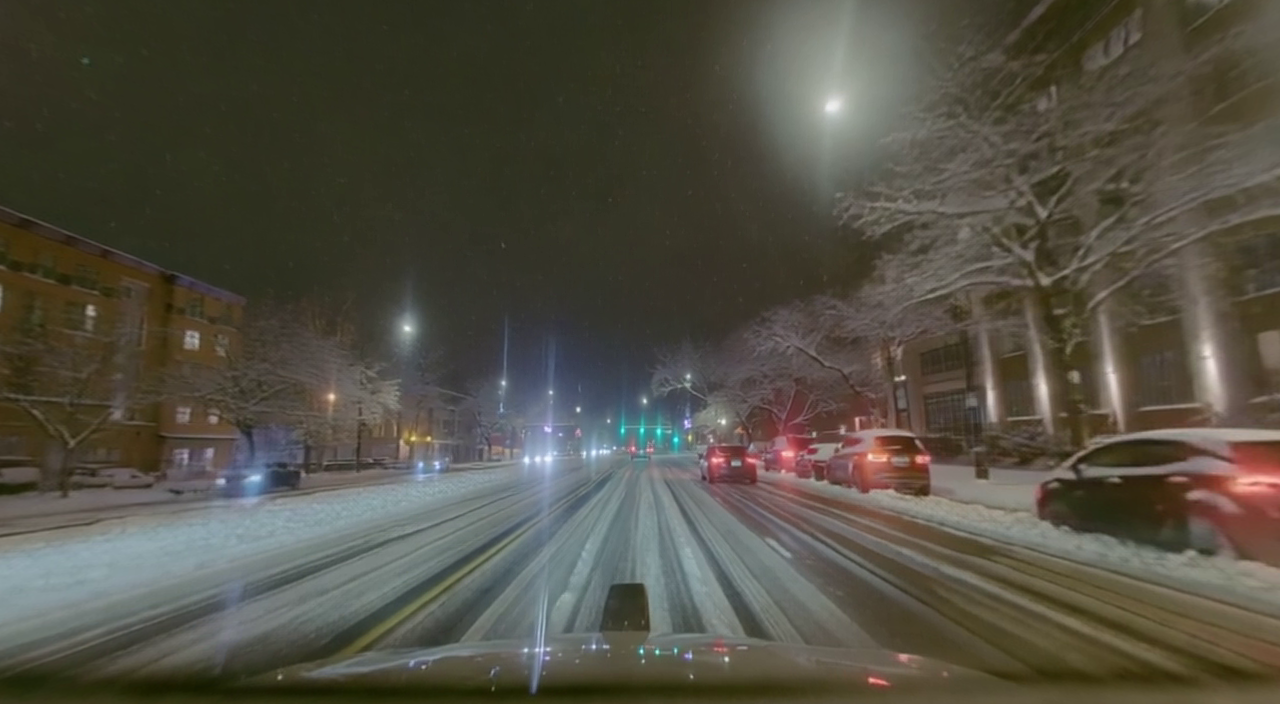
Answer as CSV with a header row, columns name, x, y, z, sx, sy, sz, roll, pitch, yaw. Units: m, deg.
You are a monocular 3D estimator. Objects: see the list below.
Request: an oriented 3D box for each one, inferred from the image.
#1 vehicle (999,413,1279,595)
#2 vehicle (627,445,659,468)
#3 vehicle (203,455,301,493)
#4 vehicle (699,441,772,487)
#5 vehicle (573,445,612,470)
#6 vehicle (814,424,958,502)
name,x,y,z,sx,sy,sz,roll,pitch,yaw
vehicle,6.794,1.689,7.853,2.072,1.631,4.246,0,-9,0
vehicle,0.230,7.165,43.496,2.101,1.480,3.929,-1,-9,2
vehicle,-18.735,5.888,30.719,1.864,1.458,4.598,-5,-9,0
vehicle,3.398,4.088,23.326,1.990,1.486,4.431,0,-9,0
vehicle,-3.039,6.846,41.142,2.082,1.467,4.379,-1,-9,1
vehicle,6.814,3.140,18.201,2.215,1.909,4.875,-1,-9,1
